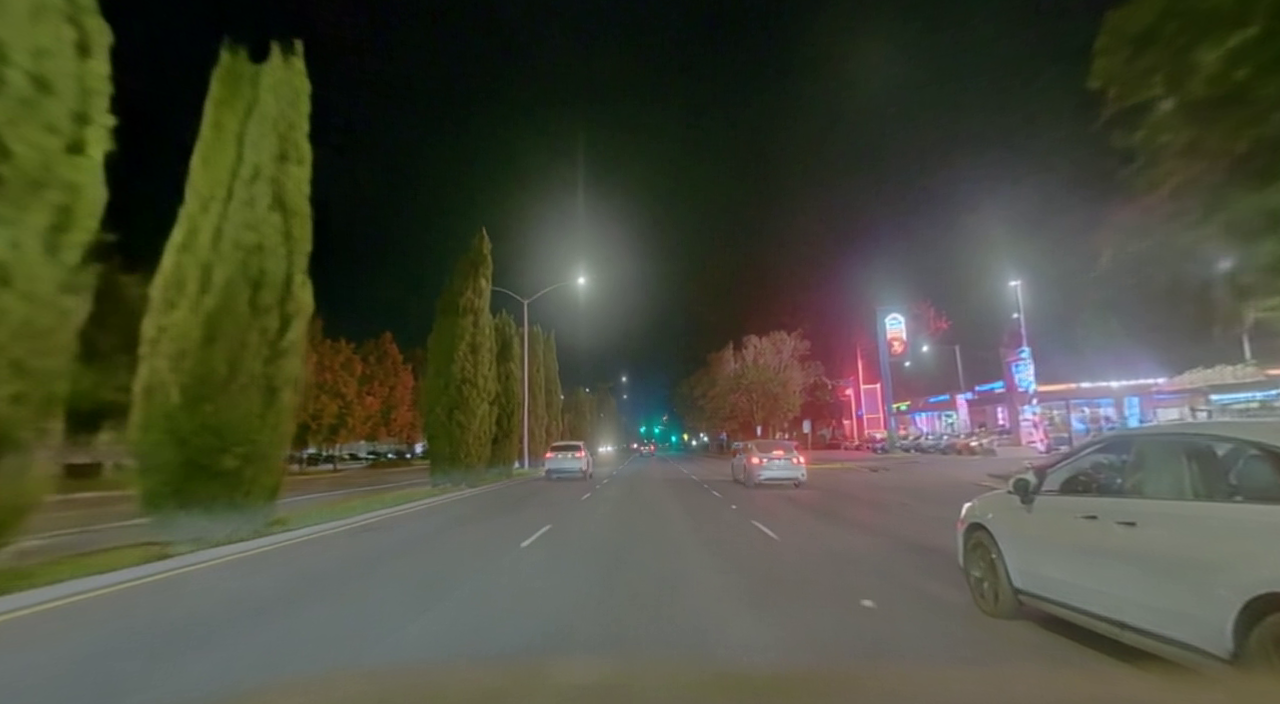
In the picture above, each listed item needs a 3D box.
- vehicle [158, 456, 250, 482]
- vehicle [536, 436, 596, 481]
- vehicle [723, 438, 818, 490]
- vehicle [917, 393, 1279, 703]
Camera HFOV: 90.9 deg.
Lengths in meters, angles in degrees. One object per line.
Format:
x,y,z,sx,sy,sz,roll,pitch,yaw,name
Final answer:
-29.803,7.974,43.264,1.998,1.623,4.681,-6,-10,32,vehicle
-3.062,4.495,26.889,1.981,1.731,4.360,0,-8,1,vehicle
4.127,3.629,20.750,2.036,1.480,4.659,0,-8,-1,vehicle
3.562,1.051,3.457,1.976,1.491,4.714,0,-8,1,vehicle
